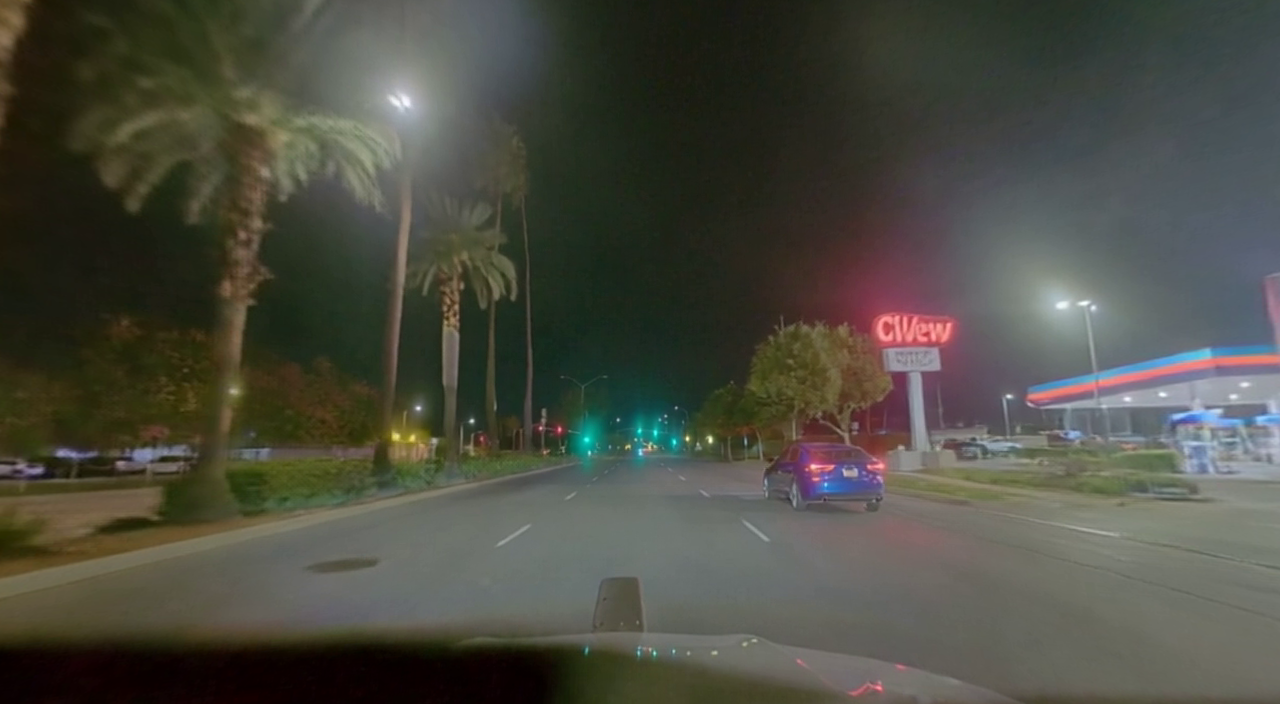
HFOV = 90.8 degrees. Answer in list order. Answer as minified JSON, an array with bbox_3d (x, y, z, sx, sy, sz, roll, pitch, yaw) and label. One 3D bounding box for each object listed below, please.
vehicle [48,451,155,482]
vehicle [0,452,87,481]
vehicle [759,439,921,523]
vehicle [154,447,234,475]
[{"bbox_3d":[-33.439,7.093,39.451,2.347,1.610,4.867,-1,-8,1],"label":"vehicle"},{"bbox_3d":[-37.413,7.111,39.372,2.052,1.645,4.225,0,-9,-2],"label":"vehicle"},{"bbox_3d":[3.897,2.576,13.197,1.978,1.442,4.262,0,-8,0],"label":"vehicle"},{"bbox_3d":[-33.301,8.146,47.376,2.216,1.965,5.147,0,-9,0],"label":"vehicle"}]
